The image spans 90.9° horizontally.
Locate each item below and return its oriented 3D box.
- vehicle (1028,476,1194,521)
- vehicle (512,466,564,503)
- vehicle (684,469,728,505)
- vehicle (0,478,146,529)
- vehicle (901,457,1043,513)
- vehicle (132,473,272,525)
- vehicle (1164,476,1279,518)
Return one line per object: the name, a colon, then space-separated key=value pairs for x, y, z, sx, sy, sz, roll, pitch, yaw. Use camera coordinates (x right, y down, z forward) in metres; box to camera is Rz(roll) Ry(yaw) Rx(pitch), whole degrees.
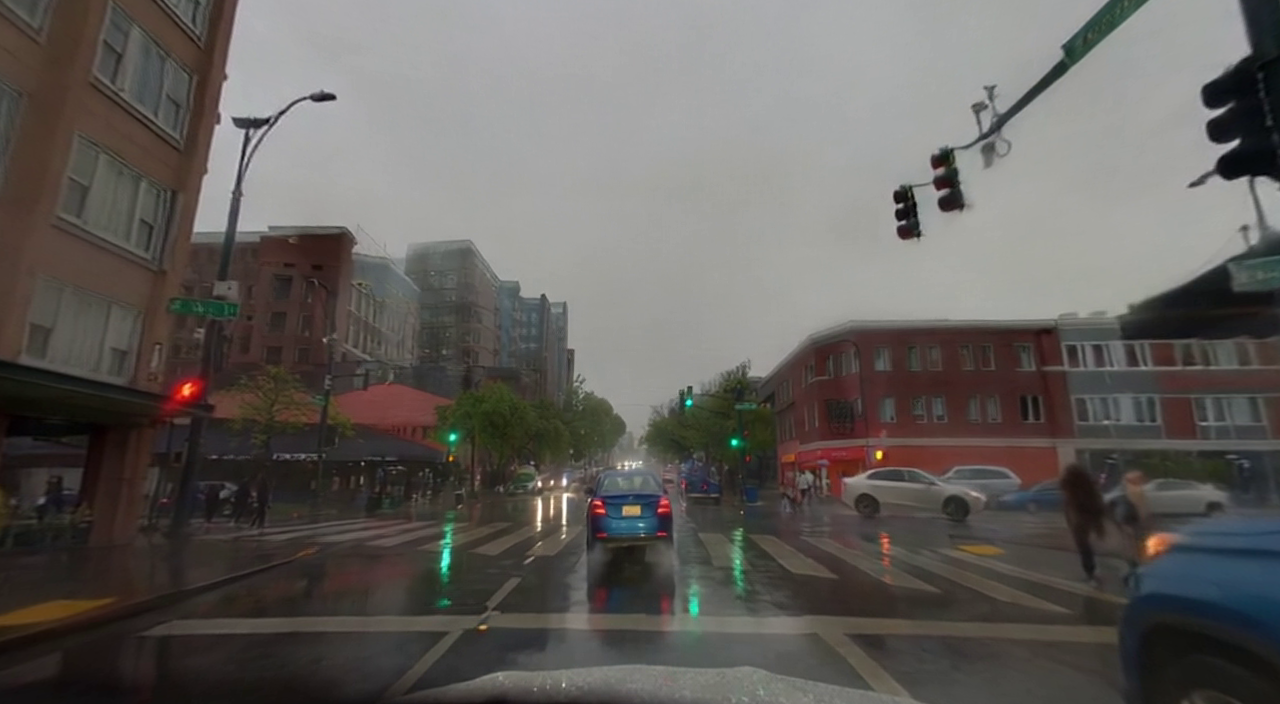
vehicle: x=20.812 y=6.496 z=28.091 sx=5.345 sy=1.747 sz=2.410 roll=-1 pitch=-8 yaw=2
vehicle: x=-5.972 y=7.802 z=37.368 sx=2.226 sy=1.896 sz=4.438 roll=-1 pitch=-8 yaw=1
vehicle: x=3.833 y=7.881 z=37.063 sx=1.908 sy=1.741 sz=4.066 roll=0 pitch=-8 yaw=-3
vehicle: x=-25.329 y=6.734 z=28.215 sx=4.588 sy=2.048 sz=2.110 roll=-1 pitch=-8 yaw=1
vehicle: x=14.720 y=5.886 z=28.207 sx=4.974 sy=2.266 sz=2.324 roll=0 pitch=-8 yaw=-1
vehicle: x=-19.472 y=6.538 z=28.174 sx=4.750 sy=2.083 sz=2.002 roll=-1 pitch=-9 yaw=3
vehicle: x=26.407 y=6.346 z=27.697 sx=4.734 sy=1.605 sz=2.186 roll=-1 pitch=-8 yaw=1
